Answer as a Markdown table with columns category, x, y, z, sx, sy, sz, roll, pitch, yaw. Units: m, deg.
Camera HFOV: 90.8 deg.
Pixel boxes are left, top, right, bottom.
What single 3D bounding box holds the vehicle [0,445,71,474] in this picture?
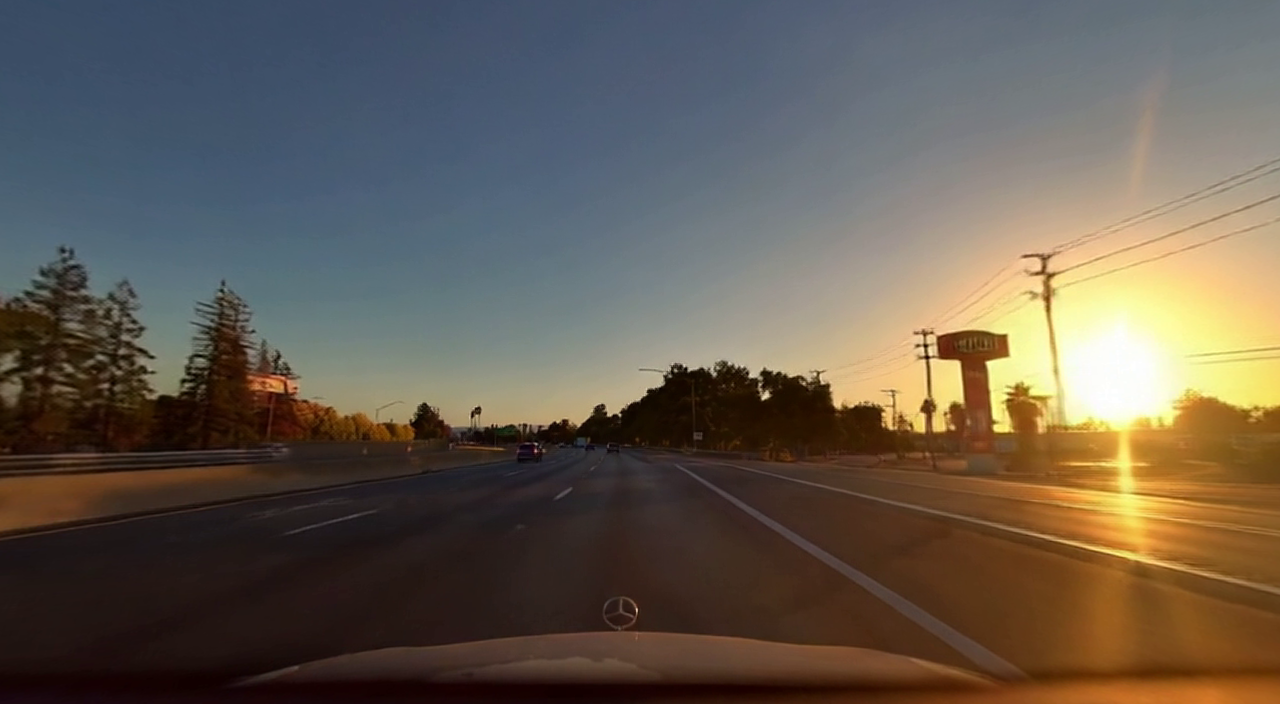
| category | x | y | z | sx | sy | sz | roll | pitch | yaw |
| --- | --- | --- | --- | --- | --- | --- | --- | --- | --- |
| vehicle | -33.654 | 5.758 | 34.048 | 1.826 | 1.481 | 4.520 | 0 | -8 | -2 |
